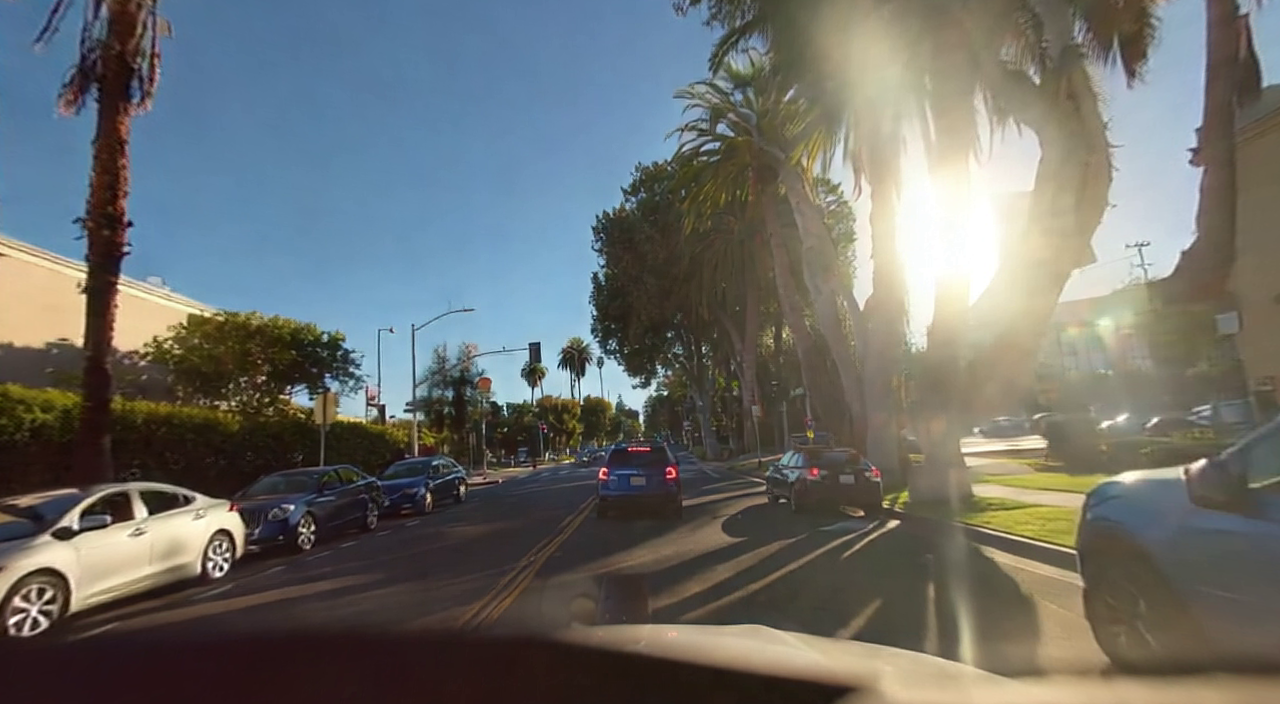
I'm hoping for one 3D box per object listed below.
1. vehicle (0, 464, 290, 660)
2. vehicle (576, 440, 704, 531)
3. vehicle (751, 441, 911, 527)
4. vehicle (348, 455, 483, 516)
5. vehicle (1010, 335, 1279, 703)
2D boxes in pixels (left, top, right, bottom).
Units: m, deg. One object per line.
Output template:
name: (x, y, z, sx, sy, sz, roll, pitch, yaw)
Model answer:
vehicle: (-6.149, 2.057, 7.034, 1.850, 1.482, 4.454, 0, -9, 1)
vehicle: (-0.007, 2.463, 12.243, 2.060, 1.452, 4.078, 0, -9, 0)
vehicle: (3.598, 2.554, 12.835, 1.821, 1.417, 4.454, 0, -9, 0)
vehicle: (-6.325, 3.783, 18.457, 2.105, 1.469, 4.693, 0, -9, 2)
vehicle: (3.622, 0.720, 1.775, 2.099, 1.786, 5.198, 0, -9, 2)
